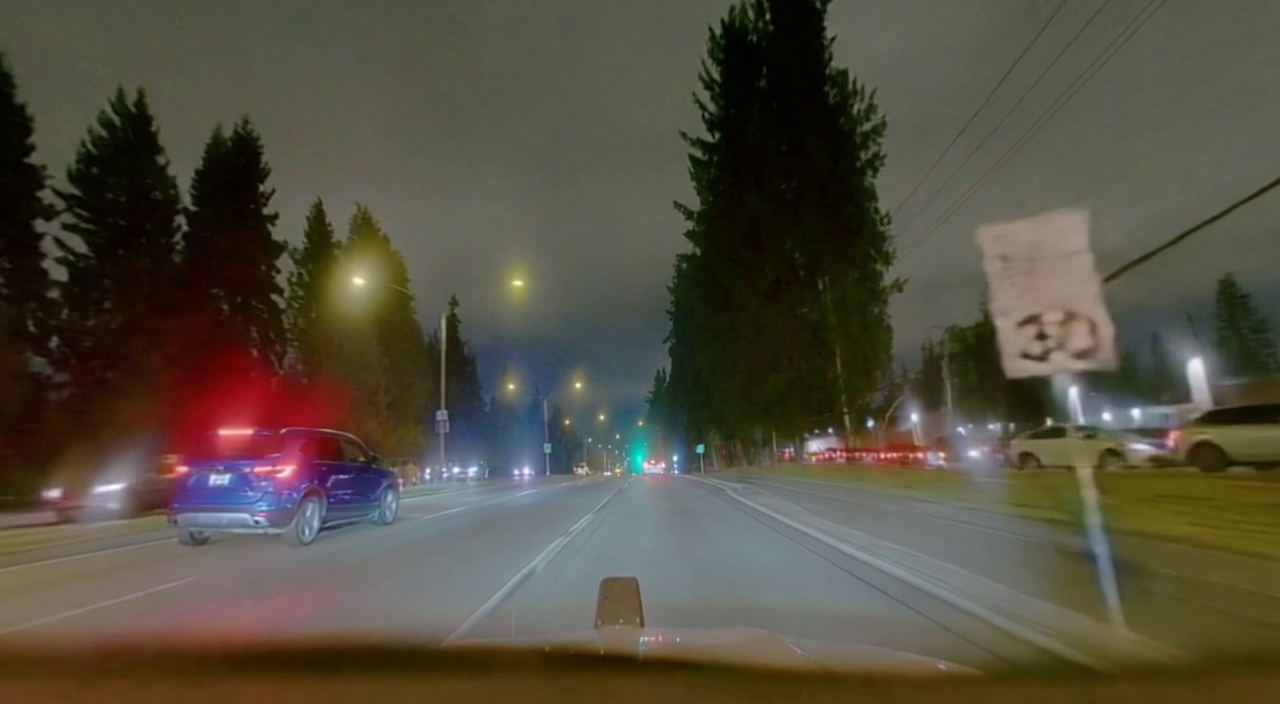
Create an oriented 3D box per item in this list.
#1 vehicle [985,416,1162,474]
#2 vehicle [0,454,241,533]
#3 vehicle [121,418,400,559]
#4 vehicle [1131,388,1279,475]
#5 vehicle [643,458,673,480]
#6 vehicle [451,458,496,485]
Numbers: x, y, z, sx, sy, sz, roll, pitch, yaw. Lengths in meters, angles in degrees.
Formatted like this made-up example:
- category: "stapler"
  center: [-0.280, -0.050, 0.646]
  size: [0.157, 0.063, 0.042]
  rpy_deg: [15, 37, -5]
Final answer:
- category: "vehicle"
  center: [12.839, 2.817, 19.114]
  size: [1.884, 1.522, 4.642]
  rpy_deg: [0, -9, -3]
- category: "vehicle"
  center: [-12.127, 3.224, 15.052]
  size: [2.077, 1.505, 4.714]
  rpy_deg: [0, -9, 0]
- category: "vehicle"
  center: [-6.047, 2.196, 10.841]
  size: [2.027, 1.908, 4.273]
  rpy_deg: [0, -9, 1]
- category: "vehicle"
  center: [13.467, 1.656, 13.031]
  size: [1.950, 1.697, 4.906]
  rpy_deg: [2, -9, -15]
- category: "vehicle"
  center: [1.278, 8.514, 45.997]
  size: [2.091, 1.494, 3.962]
  rpy_deg: [0, -9, 1]
- category: "vehicle"
  center: [-11.595, 8.321, 44.195]
  size: [2.064, 1.515, 5.056]
  rpy_deg: [1, -7, -4]
